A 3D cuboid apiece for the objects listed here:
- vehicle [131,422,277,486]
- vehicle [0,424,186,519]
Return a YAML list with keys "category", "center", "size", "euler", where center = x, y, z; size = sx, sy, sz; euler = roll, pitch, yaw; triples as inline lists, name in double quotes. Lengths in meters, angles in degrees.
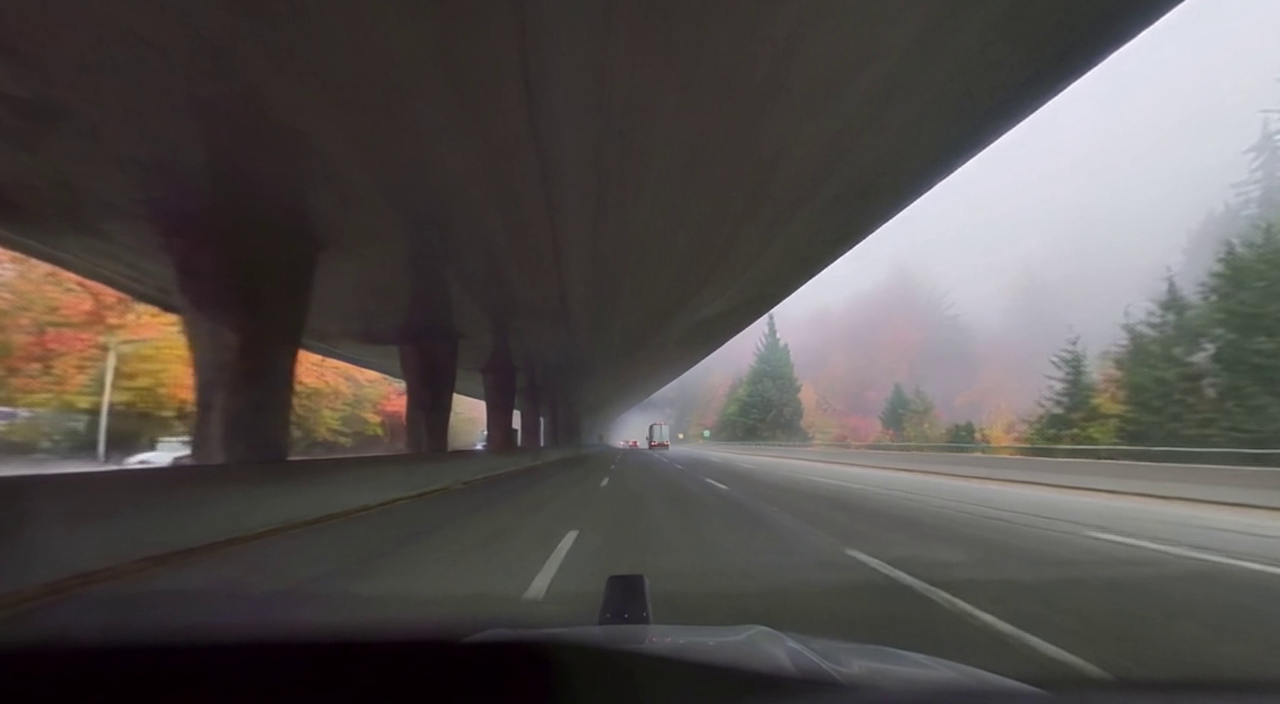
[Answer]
- category: "vehicle"
  center: [-19.288, 4.521, 28.275]
  size: [2.386, 2.549, 5.677]
  euler: [-1, -8, 1]
- category: "vehicle"
  center: [-19.198, 3.764, 20.457]
  size: [2.774, 2.605, 8.096]
  euler: [0, -8, 0]
